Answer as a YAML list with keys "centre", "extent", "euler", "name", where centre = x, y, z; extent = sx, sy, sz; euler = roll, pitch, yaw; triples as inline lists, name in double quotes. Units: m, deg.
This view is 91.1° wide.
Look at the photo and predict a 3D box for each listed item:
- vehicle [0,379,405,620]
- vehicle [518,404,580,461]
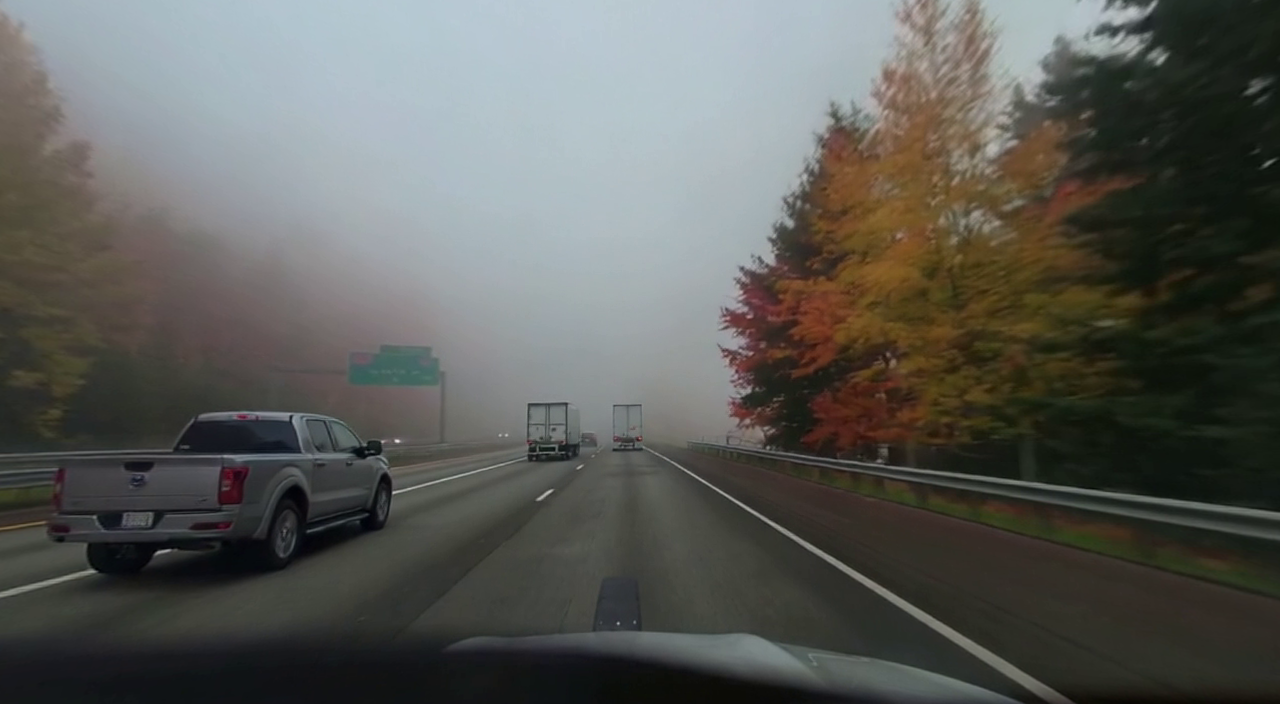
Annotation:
- centre: [-4.416, 1.323, 6.693]
  extent: [2.089, 1.669, 4.515]
  euler: [0, -8, -1]
  name: "vehicle"
- centre: [-4.651, 4.261, 33.137]
  extent: [2.383, 2.726, 5.677]
  euler: [0, -8, 0]
  name: "vehicle"
